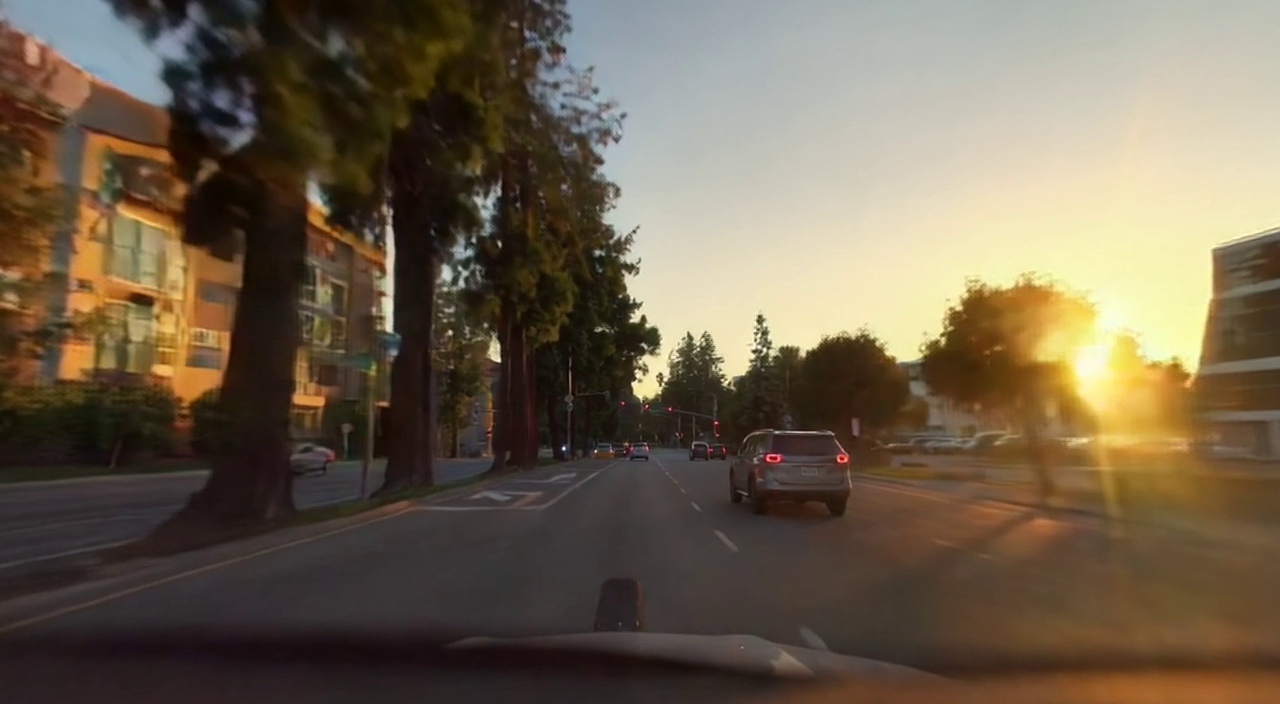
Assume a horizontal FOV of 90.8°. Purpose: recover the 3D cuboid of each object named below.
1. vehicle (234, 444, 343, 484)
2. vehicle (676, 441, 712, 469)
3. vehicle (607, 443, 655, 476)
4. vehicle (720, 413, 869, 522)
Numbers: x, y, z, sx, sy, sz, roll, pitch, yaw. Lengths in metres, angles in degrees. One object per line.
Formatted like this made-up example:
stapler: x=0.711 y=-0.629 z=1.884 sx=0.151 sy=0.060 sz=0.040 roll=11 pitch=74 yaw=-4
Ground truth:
vehicle: x=-14.374 y=4.597 z=26.169 sx=1.913 sy=1.477 sz=4.470 roll=0 pitch=-9 yaw=1
vehicle: x=3.451 y=6.651 z=40.974 sx=1.922 sy=1.708 sz=4.126 roll=0 pitch=-9 yaw=-1
vehicle: x=-0.409 y=5.036 z=29.765 sx=2.119 sy=1.460 sz=3.847 roll=0 pitch=-9 yaw=0
vehicle: x=3.063 y=2.413 z=13.638 sx=2.035 sy=1.940 sz=4.299 roll=0 pitch=-9 yaw=-1
